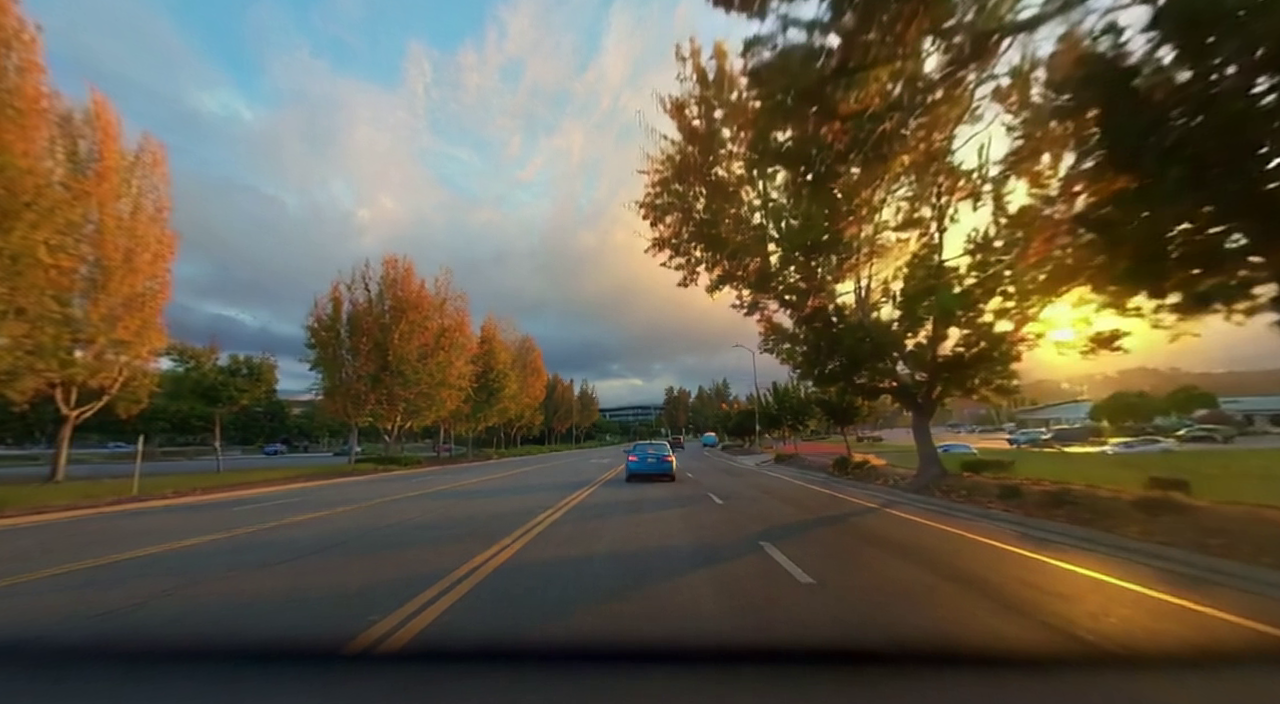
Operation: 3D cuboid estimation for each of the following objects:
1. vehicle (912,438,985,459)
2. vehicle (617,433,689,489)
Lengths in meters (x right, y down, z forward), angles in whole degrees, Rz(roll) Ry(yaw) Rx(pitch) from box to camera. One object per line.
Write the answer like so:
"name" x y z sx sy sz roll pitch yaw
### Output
"vehicle" 22.540 7.034 46.137 4.305 1.457 1.885 -1 -8 5
"vehicle" 0.374 3.339 19.638 2.010 1.535 3.735 -1 -8 0
